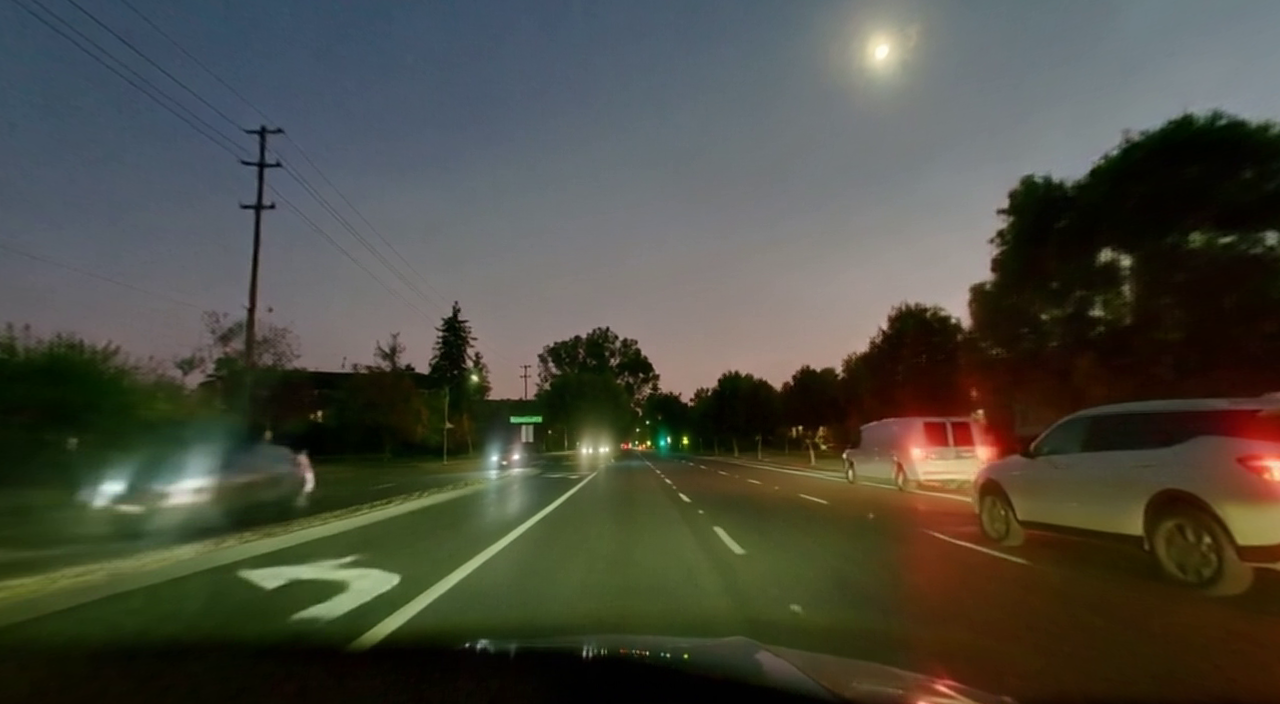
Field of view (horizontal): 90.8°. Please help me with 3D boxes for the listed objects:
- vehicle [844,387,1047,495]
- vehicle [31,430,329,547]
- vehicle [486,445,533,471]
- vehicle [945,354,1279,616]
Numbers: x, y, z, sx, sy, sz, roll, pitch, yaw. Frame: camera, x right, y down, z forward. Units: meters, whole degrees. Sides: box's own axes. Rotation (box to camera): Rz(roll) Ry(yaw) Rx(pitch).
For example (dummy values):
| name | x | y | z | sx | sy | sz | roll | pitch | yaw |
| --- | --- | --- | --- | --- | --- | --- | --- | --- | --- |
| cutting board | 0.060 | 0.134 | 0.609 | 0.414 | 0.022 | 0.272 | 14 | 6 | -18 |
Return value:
| name | x | y | z | sx | sy | sz | roll | pitch | yaw |
| --- | --- | --- | --- | --- | --- | --- | --- | --- | --- |
| vehicle | 10.133 | 3.153 | 22.357 | 2.842 | 2.993 | 8.104 | -3 | -8 | -2 |
| vehicle | -8.479 | 2.519 | 12.451 | 2.189 | 1.816 | 4.819 | 0 | -9 | 0 |
| vehicle | -8.673 | 7.085 | 42.362 | 2.140 | 1.609 | 4.460 | 0 | -9 | 1 |
| vehicle | 6.066 | 1.307 | 6.788 | 2.493 | 1.956 | 6.125 | 0 | -9 | 0 |
